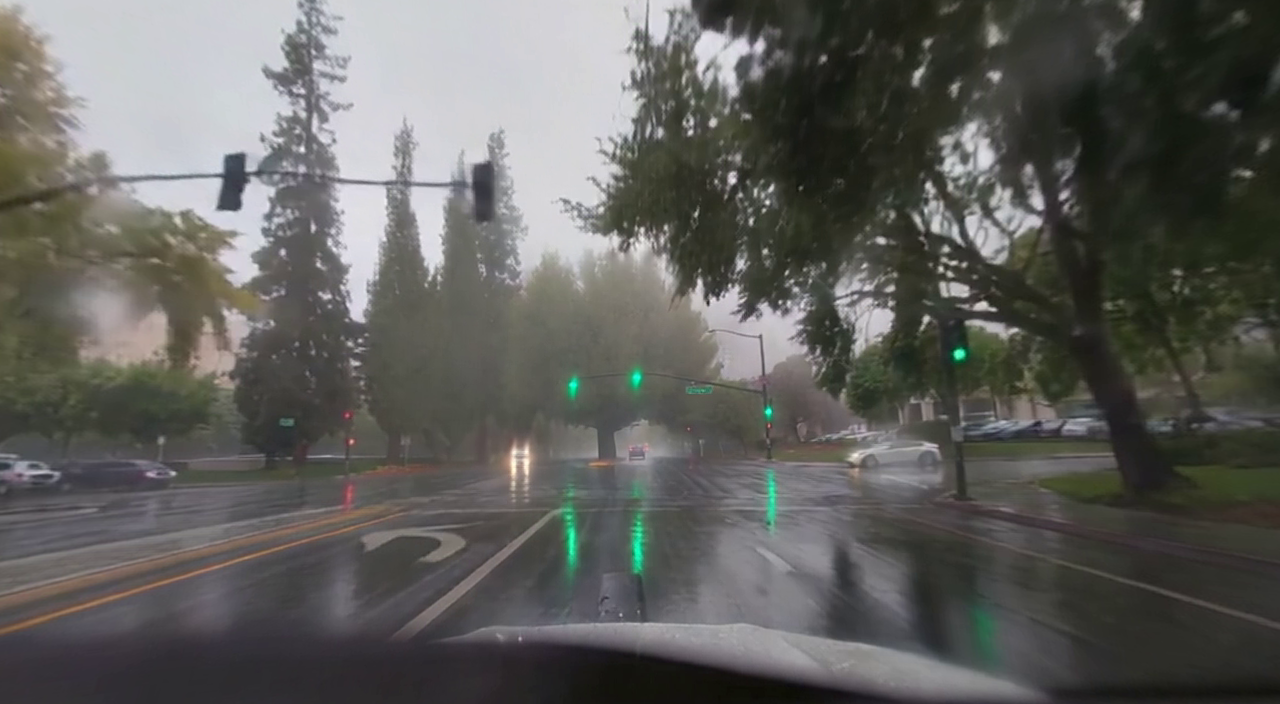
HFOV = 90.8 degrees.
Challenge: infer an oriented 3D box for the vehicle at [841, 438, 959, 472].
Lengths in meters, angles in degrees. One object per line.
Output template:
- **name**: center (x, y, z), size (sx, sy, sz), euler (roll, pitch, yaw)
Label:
- **vehicle**: center (12.170, 4.855, 29.811), size (4.611, 1.505, 2.029), euler (0, -9, -1)

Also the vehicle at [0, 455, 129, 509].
- **vehicle**: center (-22.295, 4.873, 23.789), size (4.445, 1.805, 1.944), euler (-1, -8, 2)
